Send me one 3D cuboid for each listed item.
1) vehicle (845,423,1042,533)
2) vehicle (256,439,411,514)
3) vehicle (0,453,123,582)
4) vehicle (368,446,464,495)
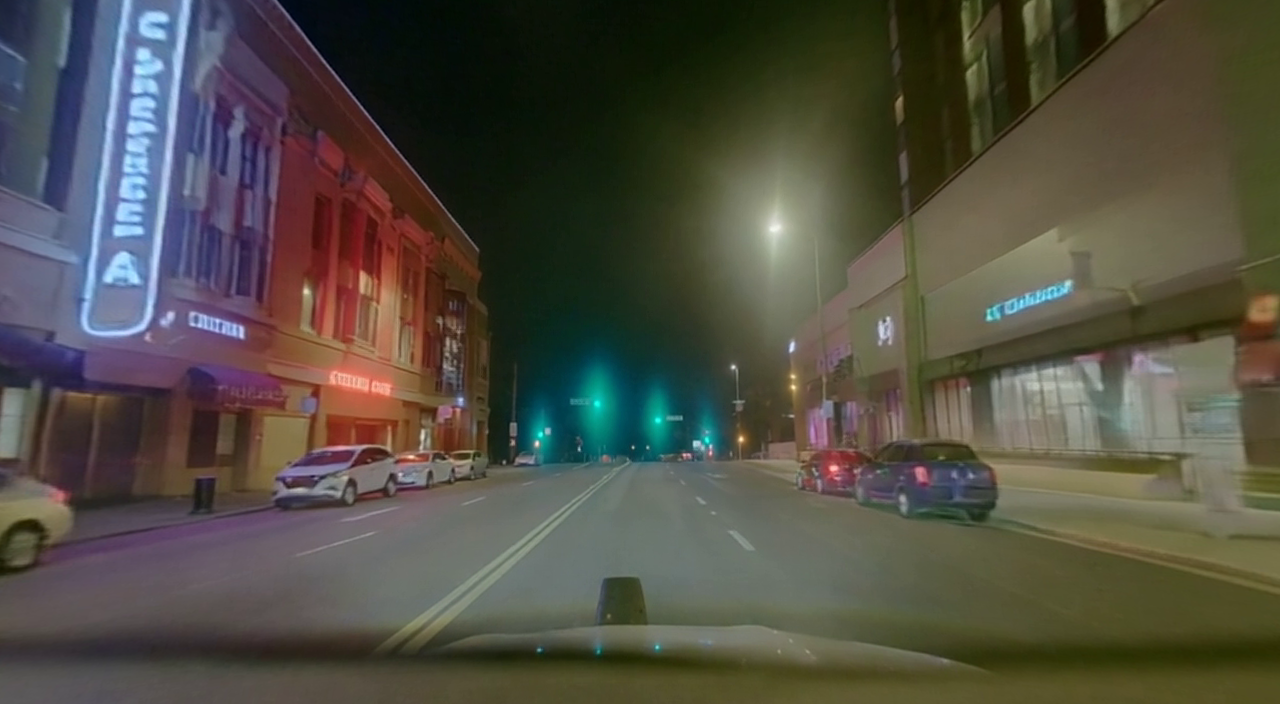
[{"bbox_3d":[5.979,2.505,13.194,1.922,1.871,4.477,0,-8,1],"label":"vehicle"},{"bbox_3d":[-8.790,3.581,18.694,2.140,1.861,4.801,-1,-9,1],"label":"vehicle"},{"bbox_3d":[-8.898,1.962,7.257,1.905,1.576,4.566,-2,-11,1],"label":"vehicle"},{"bbox_3d":[-8.870,4.700,25.499,2.004,1.709,4.941,0,-8,1],"label":"vehicle"}]
